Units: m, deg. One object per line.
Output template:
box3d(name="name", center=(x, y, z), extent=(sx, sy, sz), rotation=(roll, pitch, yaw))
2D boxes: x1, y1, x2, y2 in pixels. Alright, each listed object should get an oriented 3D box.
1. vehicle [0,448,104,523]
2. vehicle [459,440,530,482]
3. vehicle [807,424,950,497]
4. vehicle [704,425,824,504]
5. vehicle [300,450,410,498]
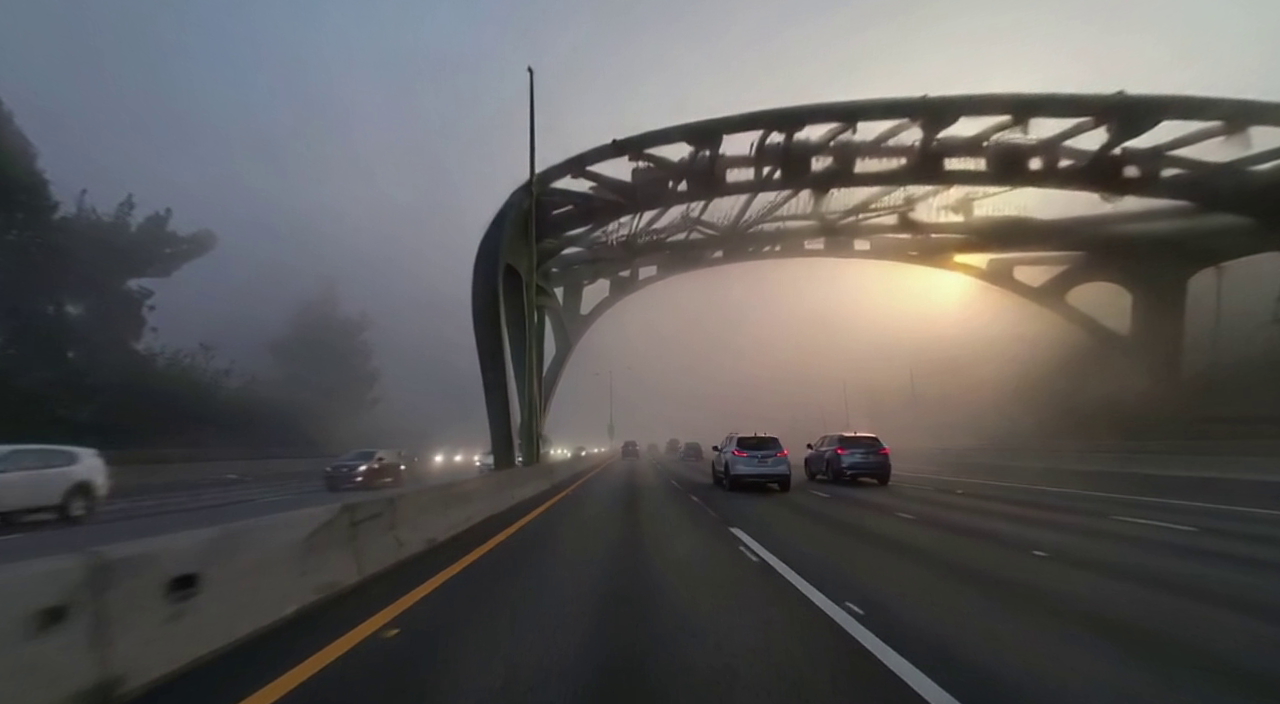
box3d(name="vehicle", center=(-16.833, 3.372, 16.095), extent=(2.130, 1.820, 4.796), rotation=(0, -9, -1))
box3d(name="vehicle", center=(-6.110, 4.598, 26.993), extent=(2.019, 1.633, 4.367), rotation=(0, -9, -1))
box3d(name="vehicle", center=(6.581, 3.065, 18.200), extent=(2.040, 1.801, 4.959), rotation=(0, -9, -2))
box3d(name="vehicle", center=(2.934, 2.779, 15.988), extent=(2.059, 1.711, 4.302), rotation=(0, -9, -1))
box3d(name="vehicle", center=(-9.716, 4.164, 21.978), extent=(1.828, 1.437, 4.329), rotation=(0, -9, 0))
